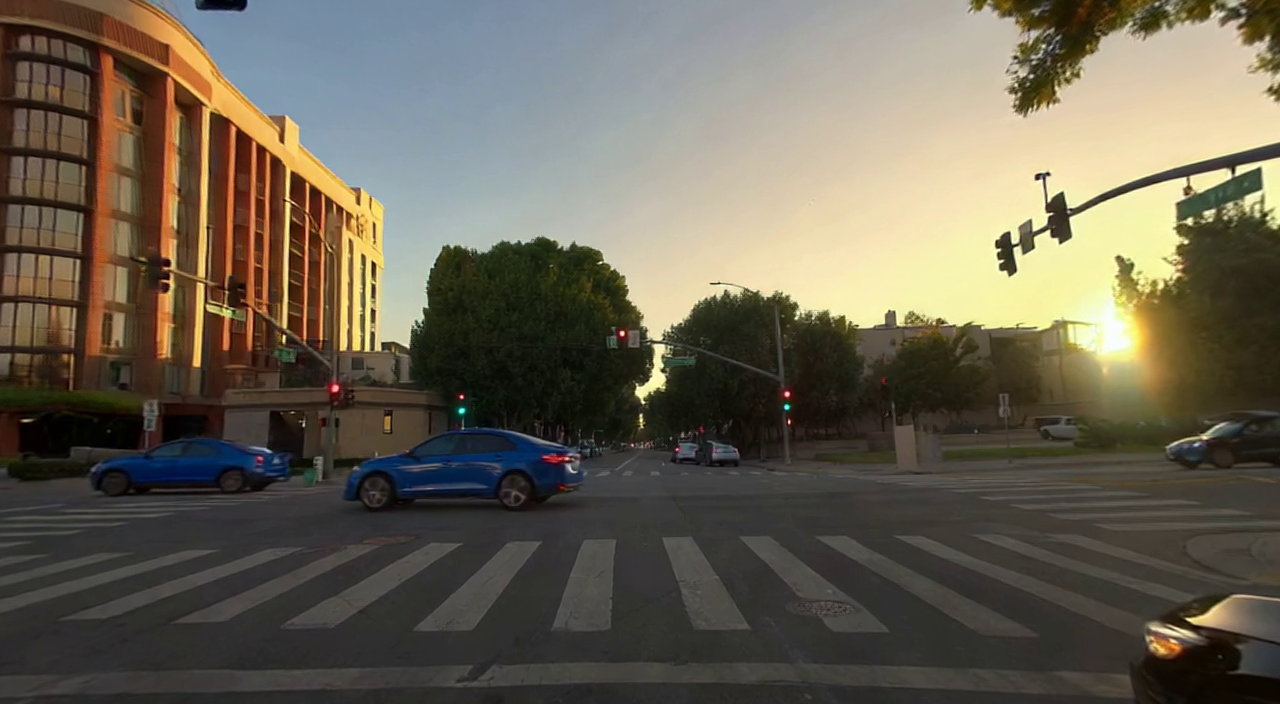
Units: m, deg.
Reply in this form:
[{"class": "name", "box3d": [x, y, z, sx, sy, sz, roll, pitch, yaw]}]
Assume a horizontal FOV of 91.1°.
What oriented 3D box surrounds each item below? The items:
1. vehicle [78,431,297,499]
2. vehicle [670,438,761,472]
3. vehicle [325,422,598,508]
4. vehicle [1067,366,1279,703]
[{"class": "vehicle", "box3d": [-12.455, 3.118, 17.532, 4.565, 1.769, 1.940, 0, -8, 0]}, {"class": "vehicle", "box3d": [3.426, 4.793, 29.429, 2.031, 1.442, 4.446, 4, -9, -28]}, {"class": "vehicle", "box3d": [-3.675, 2.448, 13.773, 5.369, 1.704, 1.993, 0, -8, 1]}, {"class": "vehicle", "box3d": [2.885, 0.678, 0.827, 1.947, 1.576, 3.825, 0, -8, 1]}]
